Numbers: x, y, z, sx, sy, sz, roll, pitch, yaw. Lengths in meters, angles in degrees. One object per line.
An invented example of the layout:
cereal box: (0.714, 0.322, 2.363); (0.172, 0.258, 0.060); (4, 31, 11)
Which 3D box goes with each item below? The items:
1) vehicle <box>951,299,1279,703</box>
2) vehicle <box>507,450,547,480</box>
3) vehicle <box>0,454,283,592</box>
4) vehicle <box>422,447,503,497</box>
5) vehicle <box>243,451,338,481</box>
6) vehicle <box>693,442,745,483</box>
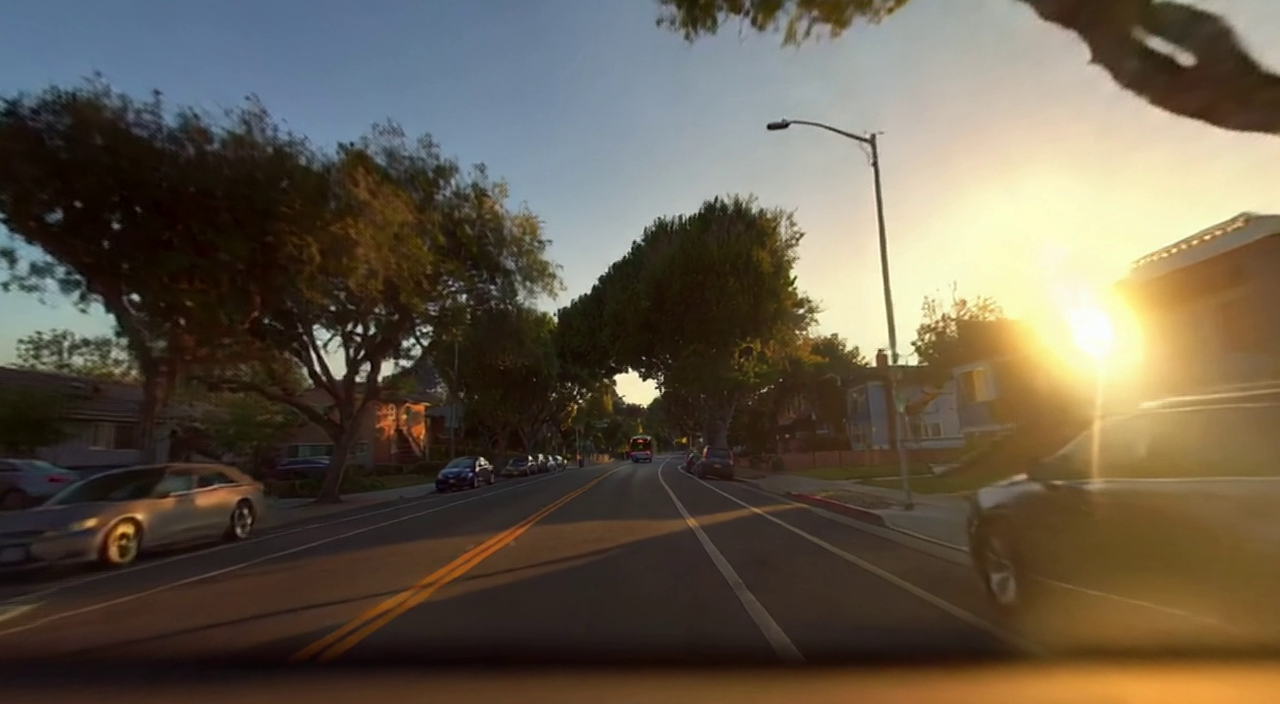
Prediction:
vehicle: (3.751, 0.912, 3.169); (2.131, 1.995, 4.626); (3, -8, 1)
vehicle: (-7.843, 7.860, 44.145); (1.898, 1.755, 4.603); (-5, -8, -1)
vehicle: (-8.226, 2.580, 10.341); (1.921, 1.494, 4.884); (-5, -8, 1)
vehicle: (-8.111, 5.491, 29.429); (2.094, 1.840, 5.450); (-6, -8, 0)
vehicle: (-19.962, 6.503, 36.243); (4.197, 1.659, 2.059); (0, -8, 0)
vehicle: (4.176, 5.929, 34.046); (2.060, 1.833, 4.927); (5, -9, 1)
